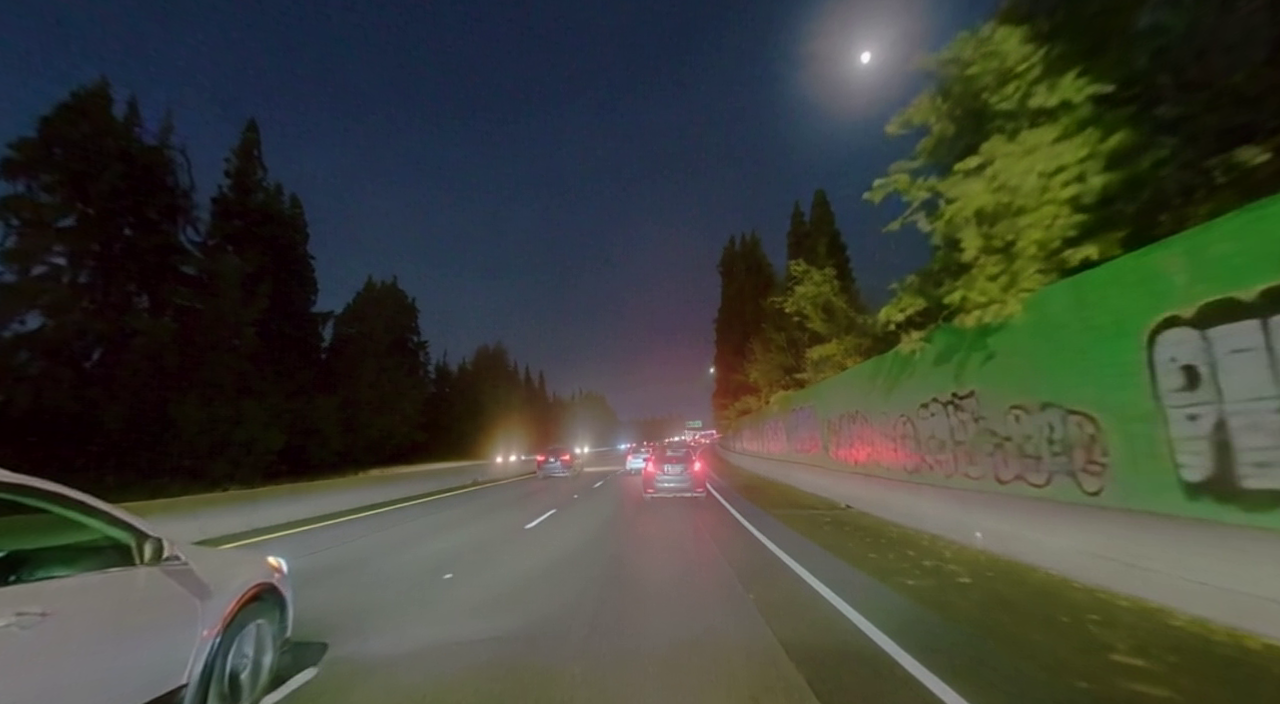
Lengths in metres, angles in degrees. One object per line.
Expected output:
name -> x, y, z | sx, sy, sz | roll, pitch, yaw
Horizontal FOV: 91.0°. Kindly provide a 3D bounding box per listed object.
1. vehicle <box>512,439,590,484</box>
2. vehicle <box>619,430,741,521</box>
vehicle -> -3.148, 3.976, 23.196 | 2.059, 1.471, 4.152 | 0, -8, 3
vehicle -> 0.743, 2.388, 12.747 | 2.077, 1.533, 3.854 | 0, -8, 2
